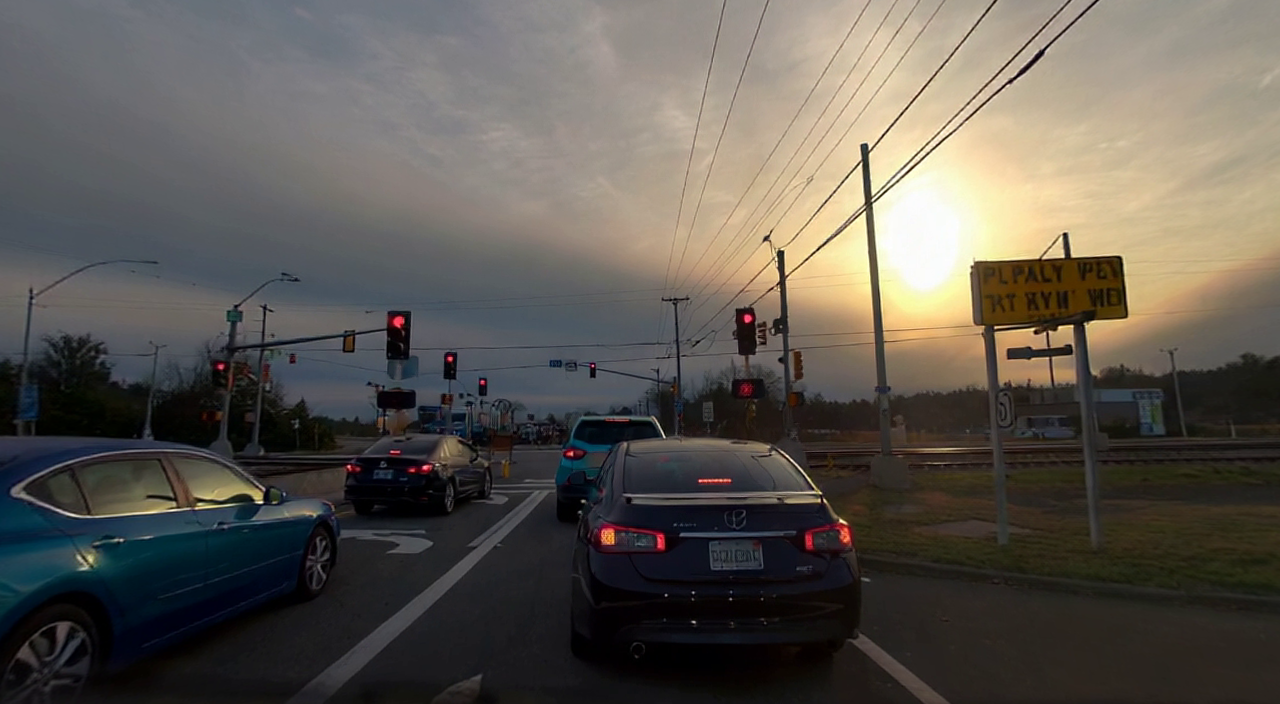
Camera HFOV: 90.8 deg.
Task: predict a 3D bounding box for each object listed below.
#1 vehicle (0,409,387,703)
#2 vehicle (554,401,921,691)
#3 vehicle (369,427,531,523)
[{"bbox_3d":[-3.709,1.249,4.450,1.956,1.468,4.585,0,-9,0],"label":"vehicle"},{"bbox_3d":[0.413,1.334,5.461,1.998,1.529,3.960,1,-9,-4],"label":"vehicle"},{"bbox_3d":[-3.353,2.254,12.073,1.984,1.505,3.982,0,-9,-2],"label":"vehicle"}]
